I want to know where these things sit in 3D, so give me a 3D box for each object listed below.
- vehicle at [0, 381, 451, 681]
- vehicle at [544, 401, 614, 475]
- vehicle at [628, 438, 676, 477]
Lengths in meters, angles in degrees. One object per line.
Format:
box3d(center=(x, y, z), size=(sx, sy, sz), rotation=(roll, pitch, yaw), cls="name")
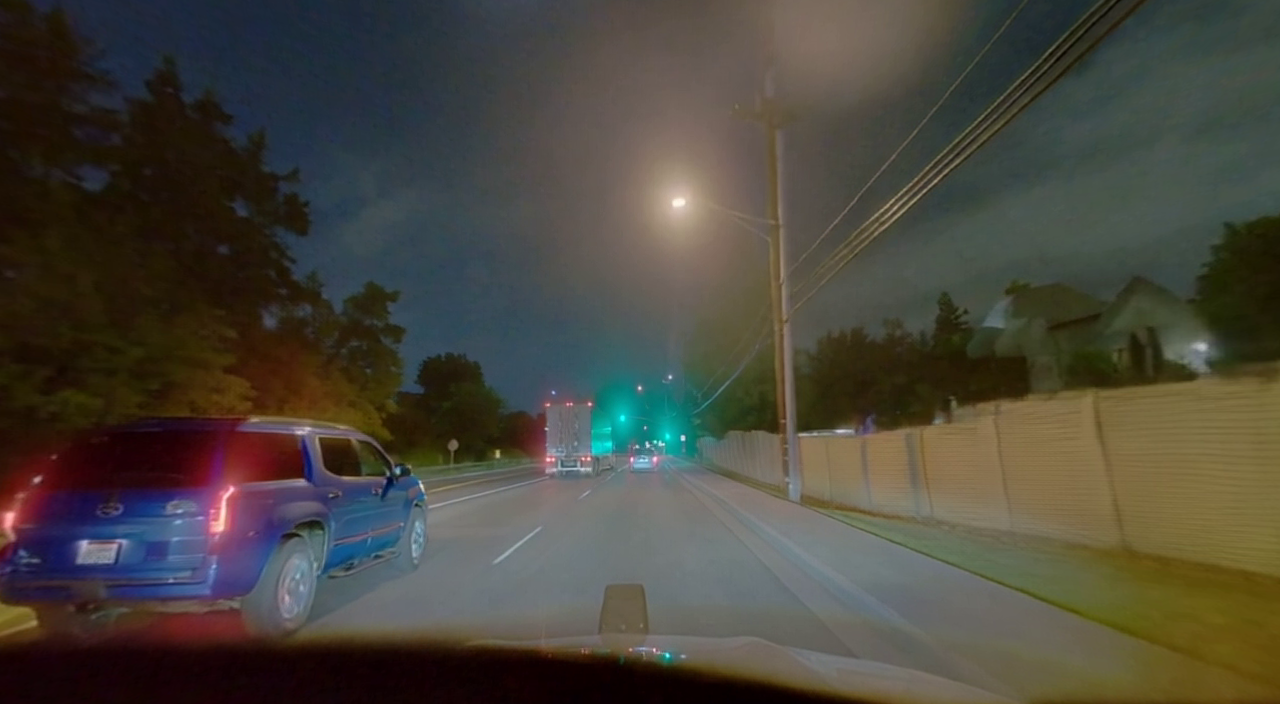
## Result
box3d(center=(-3.676, 1.437, 6.221), size=(2.093, 1.832, 4.508), rotation=(-1, -9, 2), cls="vehicle")
box3d(center=(-3.252, 4.986, 36.104), size=(2.928, 3.658, 8.980), rotation=(0, -9, 1), cls="vehicle")
box3d(center=(0.562, 5.040, 30.339), size=(2.174, 1.749, 4.113), rotation=(0, -9, 1), cls="vehicle")
